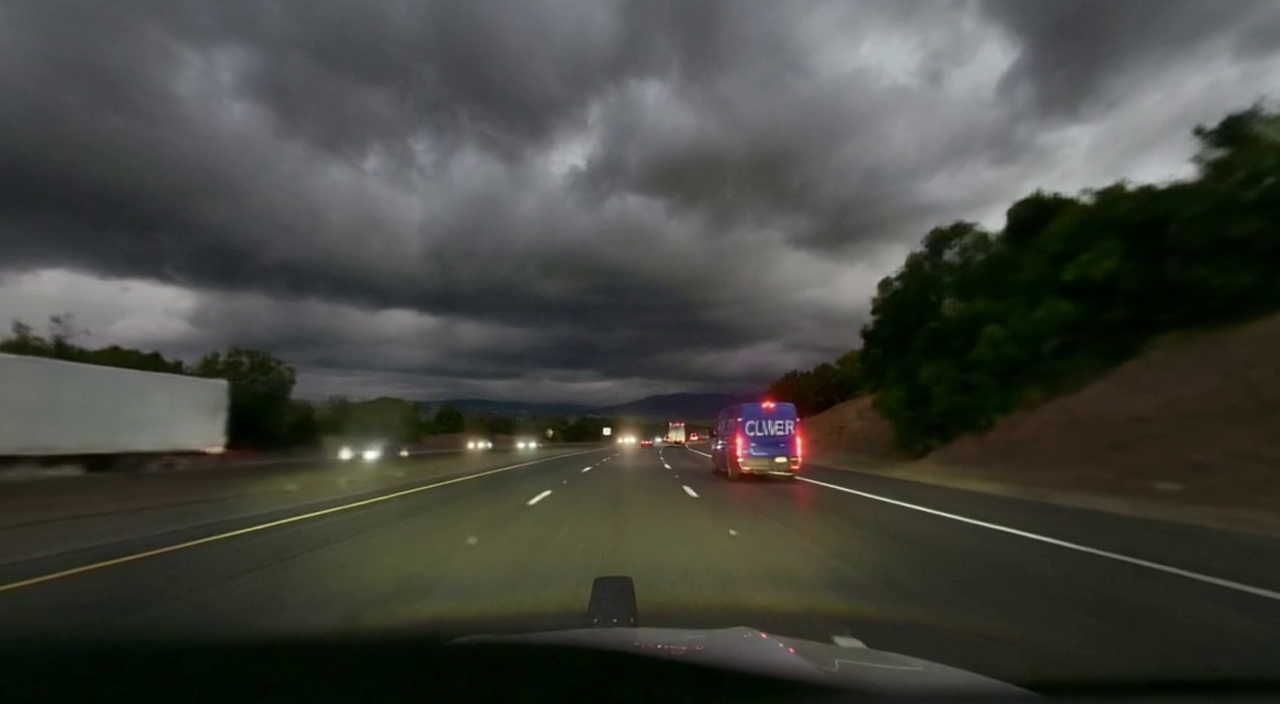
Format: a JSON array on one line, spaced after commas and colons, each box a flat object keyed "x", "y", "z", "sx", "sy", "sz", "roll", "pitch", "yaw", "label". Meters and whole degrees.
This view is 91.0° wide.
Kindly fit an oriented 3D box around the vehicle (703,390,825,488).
[{"x": 3.564, "y": 2.698, "z": 19.548, "sx": 2.485, "sy": 2.562, "sz": 5.535, "roll": 0, "pitch": -8, "yaw": -2, "label": "vehicle"}]

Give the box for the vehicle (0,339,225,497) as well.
[{"x": -18.301, "y": 1.995, "z": 18.229, "sx": 2.910, "sy": 4.115, "sz": 14.247, "roll": 0, "pitch": -8, "yaw": 0, "label": "vehicle"}]

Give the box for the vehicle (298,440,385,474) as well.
[{"x": -14.143, "y": 4.956, "z": 30.141, "sx": 1.884, "sy": 1.469, "sz": 4.674, "roll": 0, "pitch": -8, "yaw": 0, "label": "vehicle"}]
